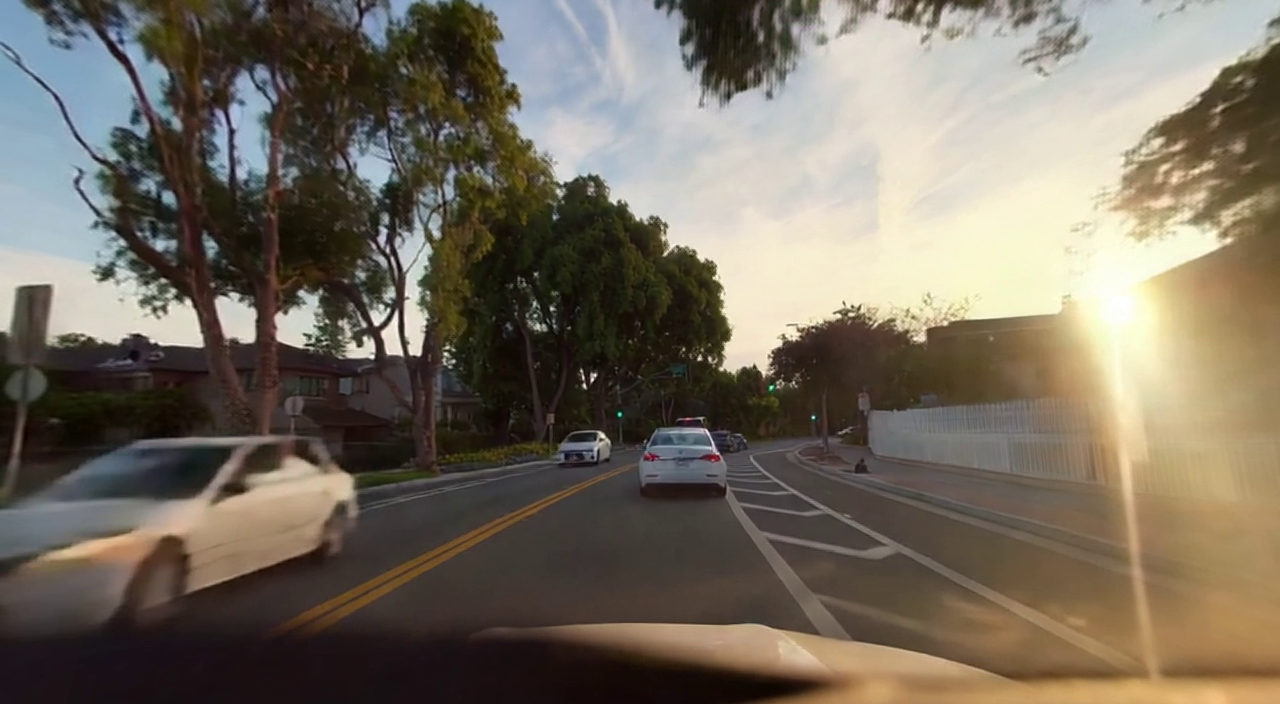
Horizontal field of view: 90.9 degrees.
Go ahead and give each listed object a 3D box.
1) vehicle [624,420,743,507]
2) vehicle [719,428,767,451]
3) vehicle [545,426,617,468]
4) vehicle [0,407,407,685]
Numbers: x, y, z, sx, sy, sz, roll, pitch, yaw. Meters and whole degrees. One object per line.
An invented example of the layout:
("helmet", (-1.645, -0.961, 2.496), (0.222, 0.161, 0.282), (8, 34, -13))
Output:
("vehicle", (0.852, 2.222, 13.049), (2.070, 1.516, 3.936), (0, -8, 3))
("vehicle", (7.797, 6.597, 47.509), (1.988, 1.601, 4.353), (-5, -9, 33))
("vehicle", (-2.482, 4.188, 27.958), (2.082, 1.682, 4.623), (-1, -8, 9))
("vehicle", (-4.049, 1.363, 5.743), (1.961, 1.498, 4.401), (0, -8, 3))
